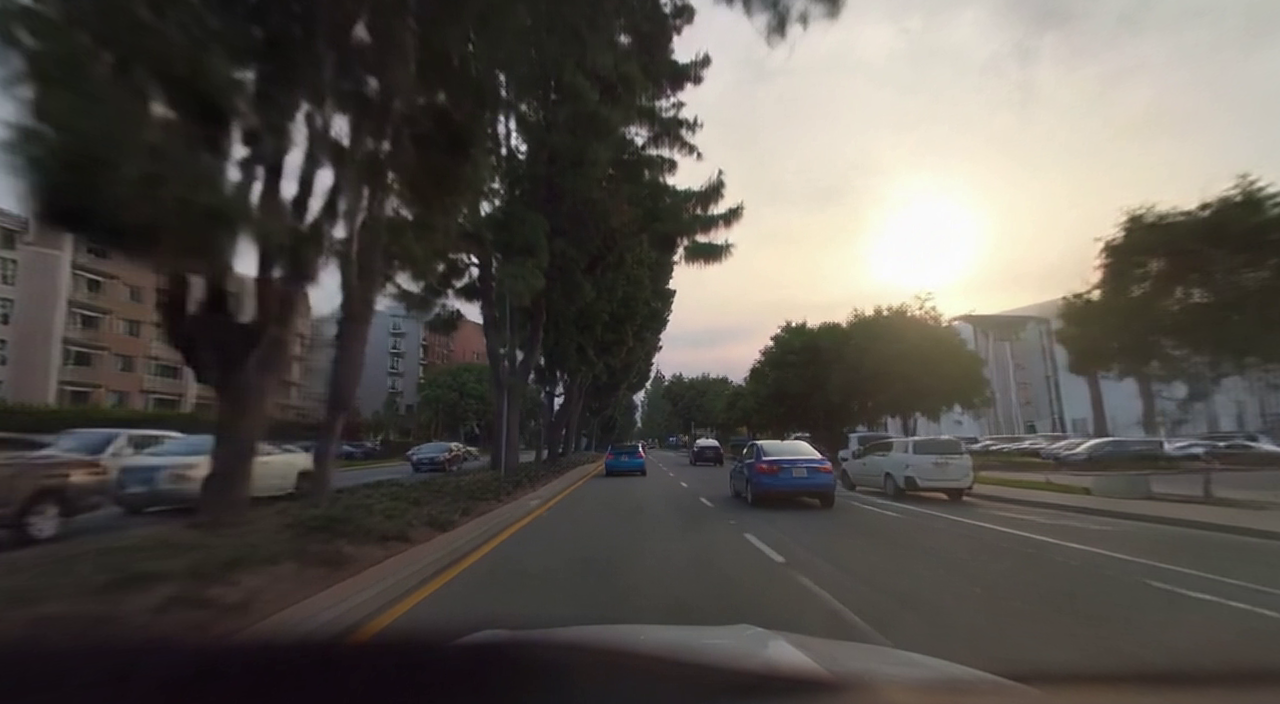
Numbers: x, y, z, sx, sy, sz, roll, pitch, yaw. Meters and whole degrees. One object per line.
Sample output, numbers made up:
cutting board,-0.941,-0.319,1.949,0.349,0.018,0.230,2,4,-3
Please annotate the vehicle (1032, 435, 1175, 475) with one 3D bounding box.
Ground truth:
vehicle,20.601,4.573,28.226,4.697,1.691,2.106,0,-9,-1

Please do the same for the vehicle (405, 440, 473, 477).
vehicle,-9.424,5.046,30.036,1.953,1.612,4.204,0,-9,-2

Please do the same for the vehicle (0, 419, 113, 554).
vehicle,-8.954,1.610,7.263,2.019,1.668,4.433,-1,-8,-1

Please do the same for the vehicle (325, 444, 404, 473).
vehicle,-16.379,6.355,38.002,2.115,1.621,5.840,0,-9,0

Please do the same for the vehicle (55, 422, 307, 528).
vehicle,-9.032,2.431,13.080,1.927,1.788,4.541,0,-9,-3

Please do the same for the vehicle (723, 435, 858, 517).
vehicle,3.043,2.589,13.657,1.852,1.498,3.825,0,-9,-2

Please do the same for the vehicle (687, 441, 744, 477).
vehicle,3.280,4.729,28.208,1.908,1.453,4.230,0,-9,-2

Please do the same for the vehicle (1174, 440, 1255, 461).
vehicle,42.402,7.280,46.782,1.907,1.464,4.298,0,-9,0

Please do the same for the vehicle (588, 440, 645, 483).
vehicle,-0.825,4.102,23.876,1.994,1.479,3.647,0,-9,0

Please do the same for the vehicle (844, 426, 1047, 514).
vehicle,7.128,2.817,15.652,2.224,1.772,5.325,0,-9,-2
